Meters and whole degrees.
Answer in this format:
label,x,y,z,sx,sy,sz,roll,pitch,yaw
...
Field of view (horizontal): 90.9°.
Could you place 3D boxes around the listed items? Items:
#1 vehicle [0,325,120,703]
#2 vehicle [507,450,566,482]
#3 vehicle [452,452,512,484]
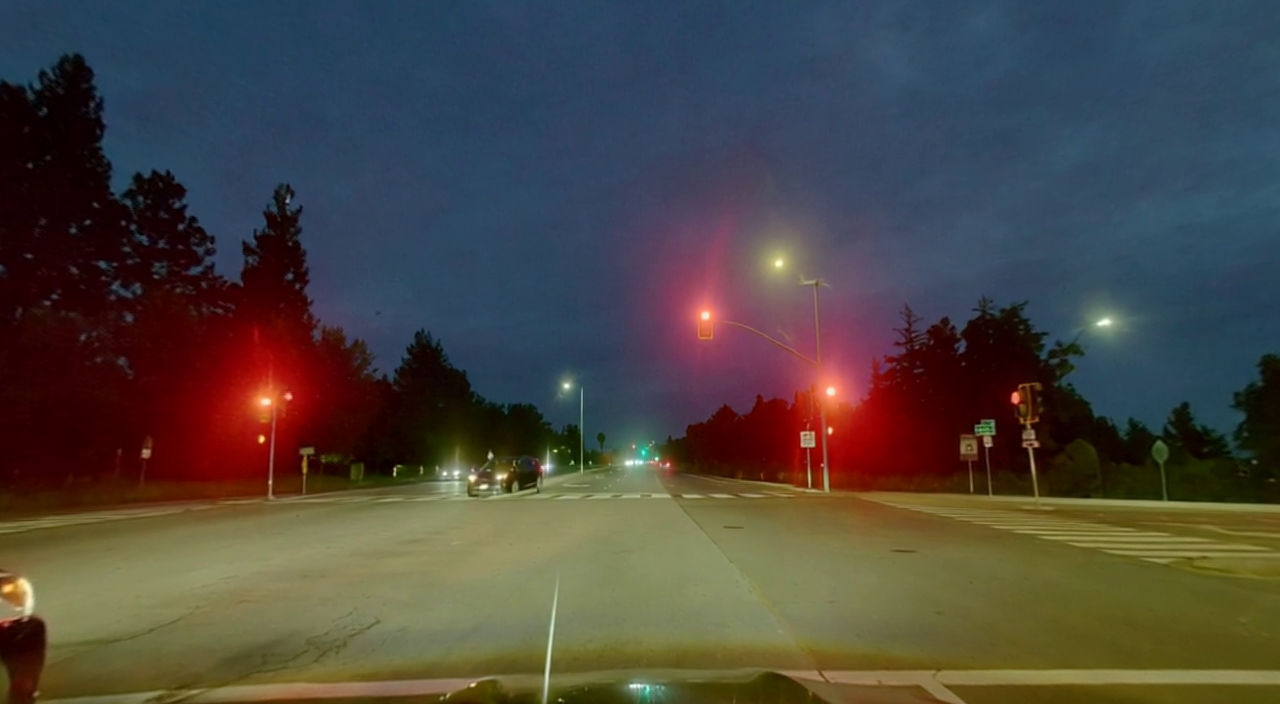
label,x,y,z,sx,sy,sz,roll,pitch,yaw
vehicle,-3.485,0.524,0.487,2.242,1.761,4.505,0,-8,1
vehicle,-5.226,5.812,32.416,2.107,1.456,4.728,0,-8,2
vehicle,-8.023,5.908,32.406,1.960,1.433,4.213,0,-8,1
